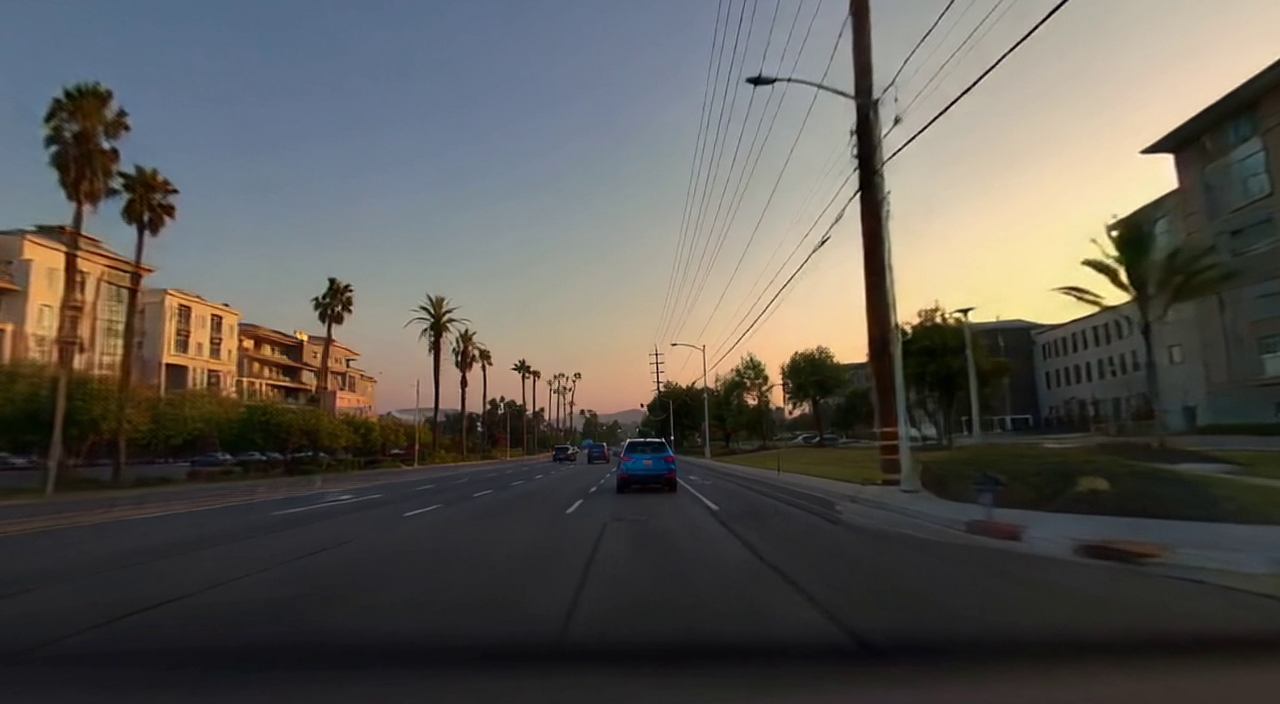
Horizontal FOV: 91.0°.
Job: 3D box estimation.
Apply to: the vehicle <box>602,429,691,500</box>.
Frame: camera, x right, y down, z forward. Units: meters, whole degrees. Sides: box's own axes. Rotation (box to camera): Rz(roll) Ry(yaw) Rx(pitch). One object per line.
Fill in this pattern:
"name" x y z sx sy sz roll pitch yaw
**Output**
"vehicle" 0.142 3.095 17.682 2.198 1.706 4.166 0 -9 -1
